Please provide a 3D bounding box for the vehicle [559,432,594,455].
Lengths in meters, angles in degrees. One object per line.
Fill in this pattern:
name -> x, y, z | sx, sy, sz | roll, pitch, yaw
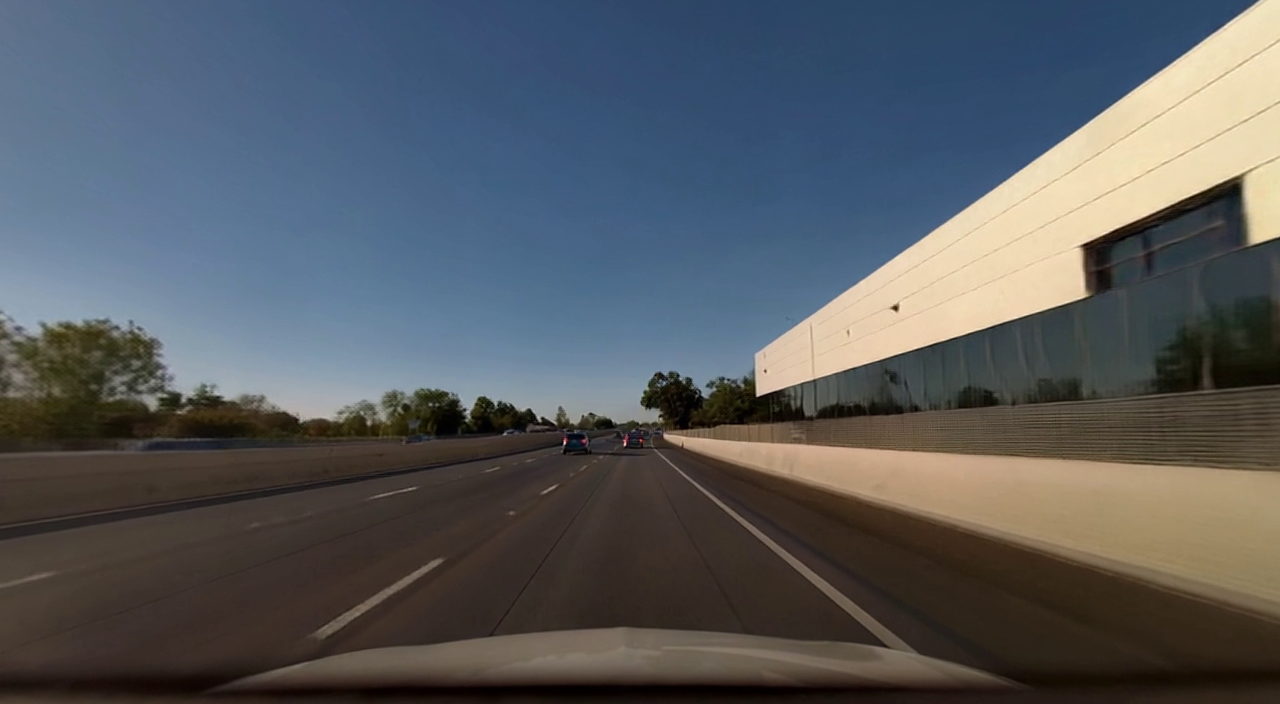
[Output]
vehicle -> -4.582, 6.659, 45.975 | 2.036, 1.612, 4.510 | 0, -8, 1

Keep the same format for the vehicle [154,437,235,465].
vehicle -> -24.973, 5.538, 35.421 | 1.749, 1.452, 3.764 | 0, -8, 1
